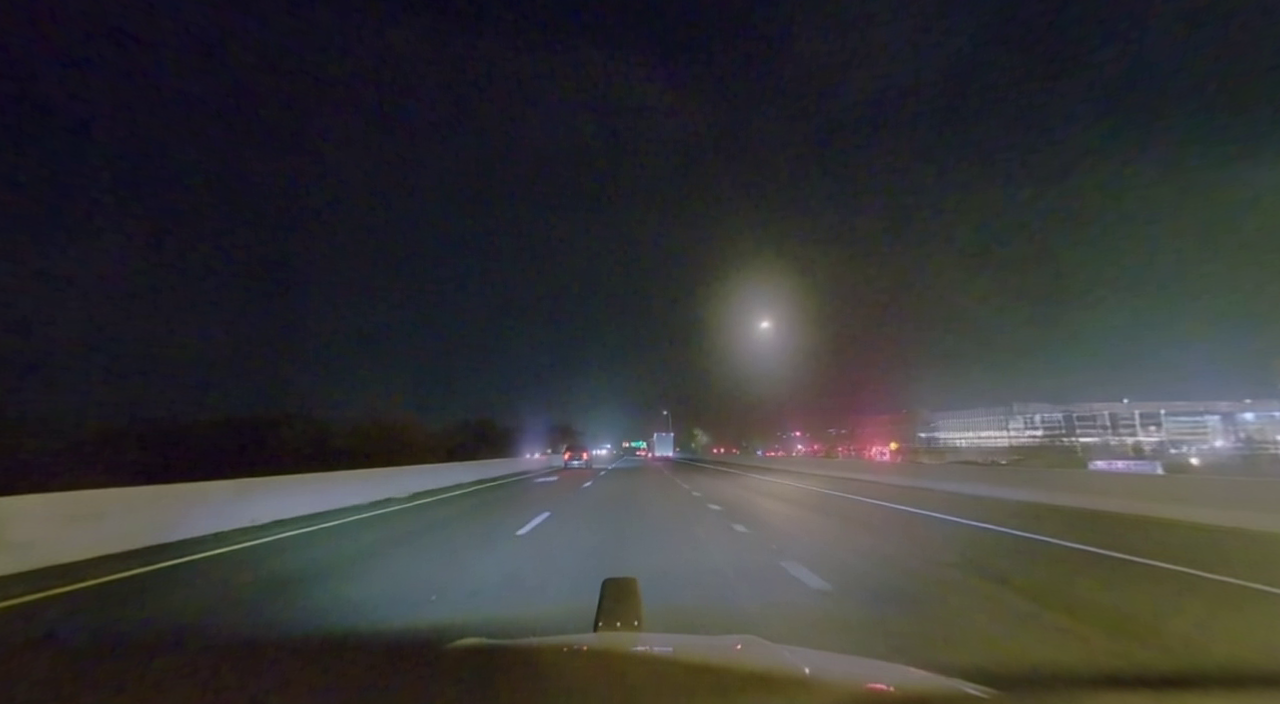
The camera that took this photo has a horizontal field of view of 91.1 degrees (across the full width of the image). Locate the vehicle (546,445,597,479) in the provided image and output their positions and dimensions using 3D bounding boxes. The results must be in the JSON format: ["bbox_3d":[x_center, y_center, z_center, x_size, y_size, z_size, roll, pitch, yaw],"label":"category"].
[{"bbox_3d":[-3.332,5.458,31.481,2.100,1.525,4.179,0,-9,0],"label":"vehicle"}]
